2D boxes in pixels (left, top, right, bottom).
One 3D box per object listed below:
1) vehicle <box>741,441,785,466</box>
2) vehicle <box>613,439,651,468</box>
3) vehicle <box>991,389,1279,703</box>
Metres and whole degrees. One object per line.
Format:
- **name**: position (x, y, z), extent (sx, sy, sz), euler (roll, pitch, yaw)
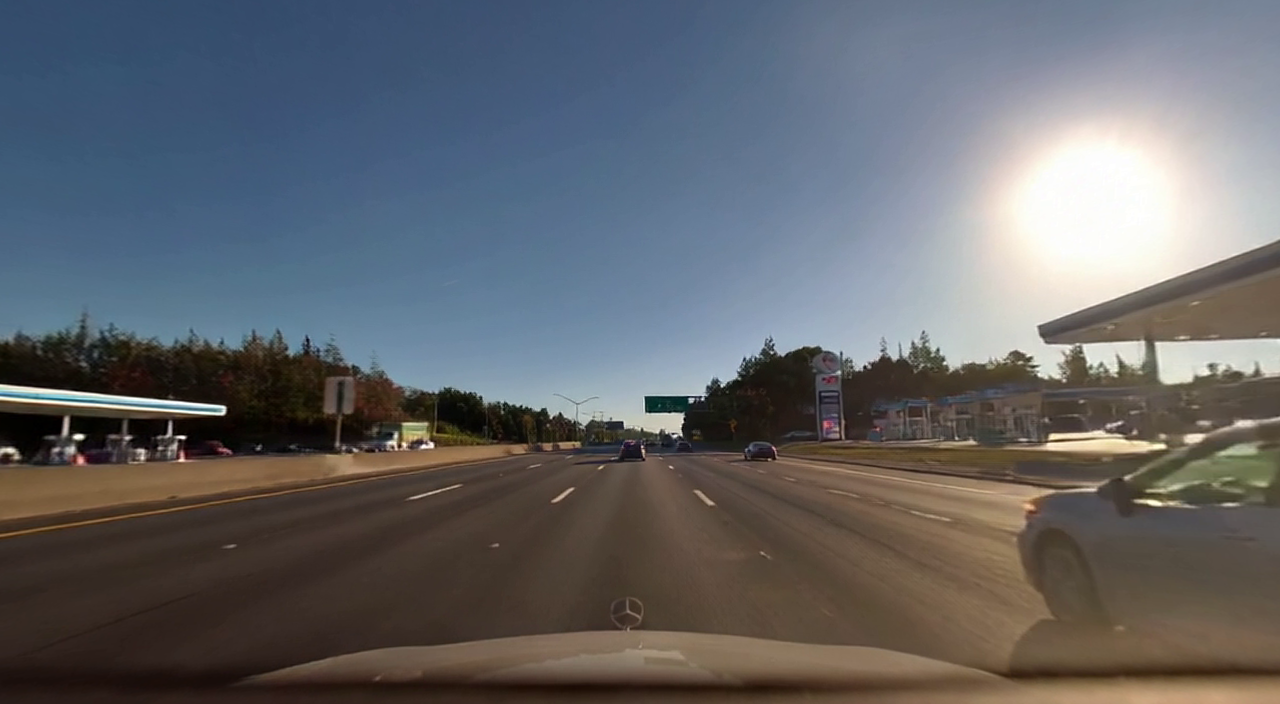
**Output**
- **vehicle**: position (7.639, 6.317, 39.574), extent (1.867, 1.463, 4.295), euler (0, -8, -1)
- **vehicle**: position (-0.448, 5.592, 34.925), extent (1.999, 1.473, 4.351), euler (0, -8, -1)
- **vehicle**: position (3.539, 0.833, 2.032), extent (2.172, 1.490, 4.668), euler (0, -8, 1)
